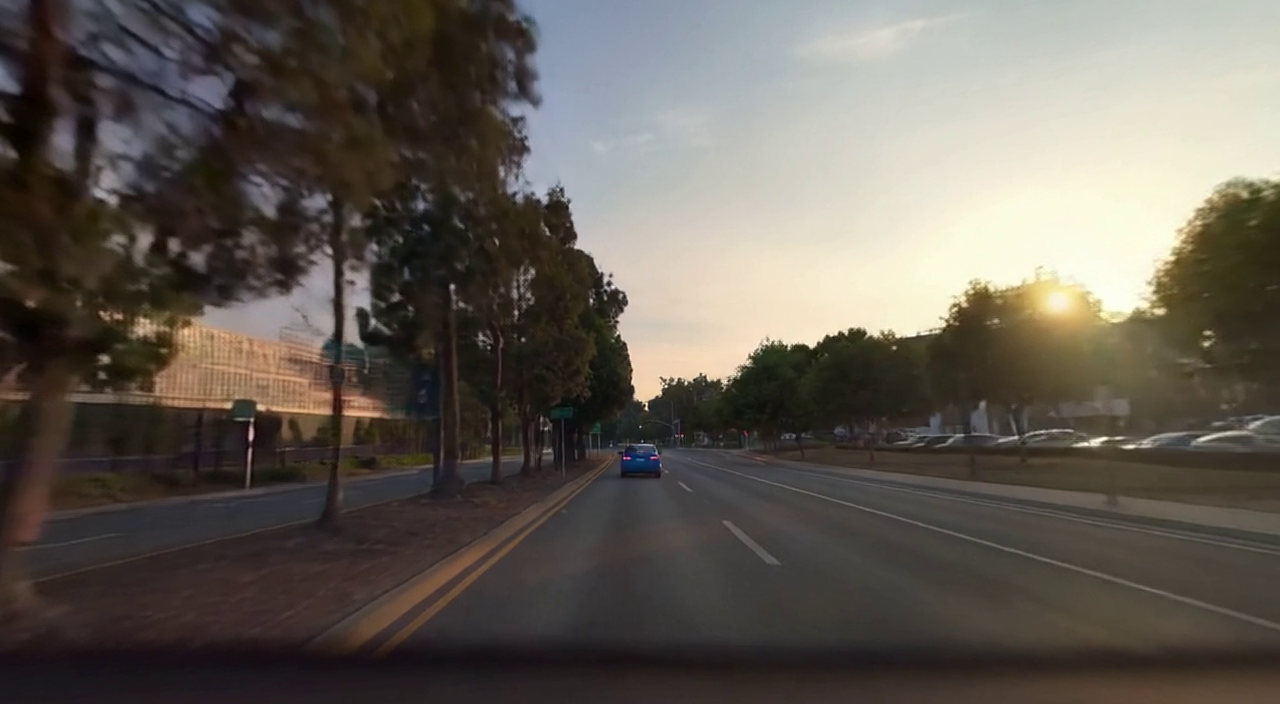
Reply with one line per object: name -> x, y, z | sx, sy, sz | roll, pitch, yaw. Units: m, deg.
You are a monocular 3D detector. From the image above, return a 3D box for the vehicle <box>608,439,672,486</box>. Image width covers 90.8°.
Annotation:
vehicle -> -0.030, 3.841, 22.357 | 2.042, 1.479, 4.601 | 0, -8, -1
